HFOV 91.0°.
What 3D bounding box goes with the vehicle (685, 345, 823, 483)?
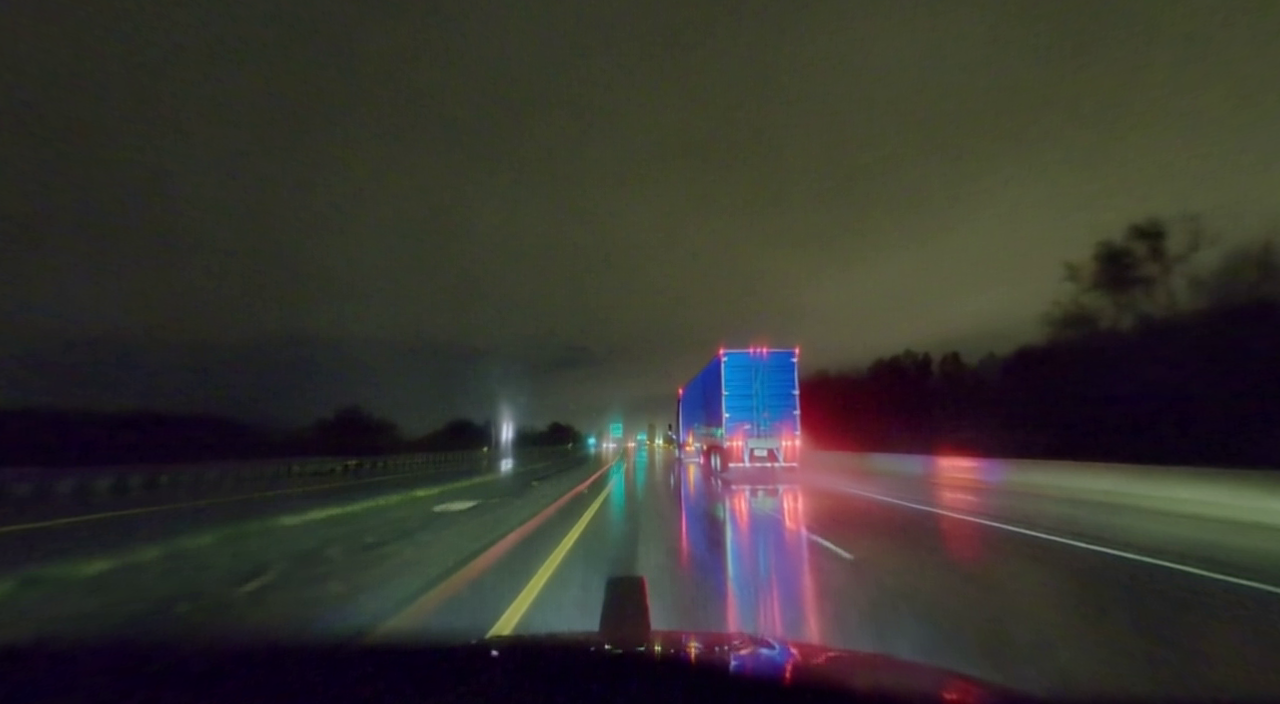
[{"bbox_3d":[4.249,3.014,27.680,3.615,4.578,13.539,0,-8,0],"label":"vehicle"}]
